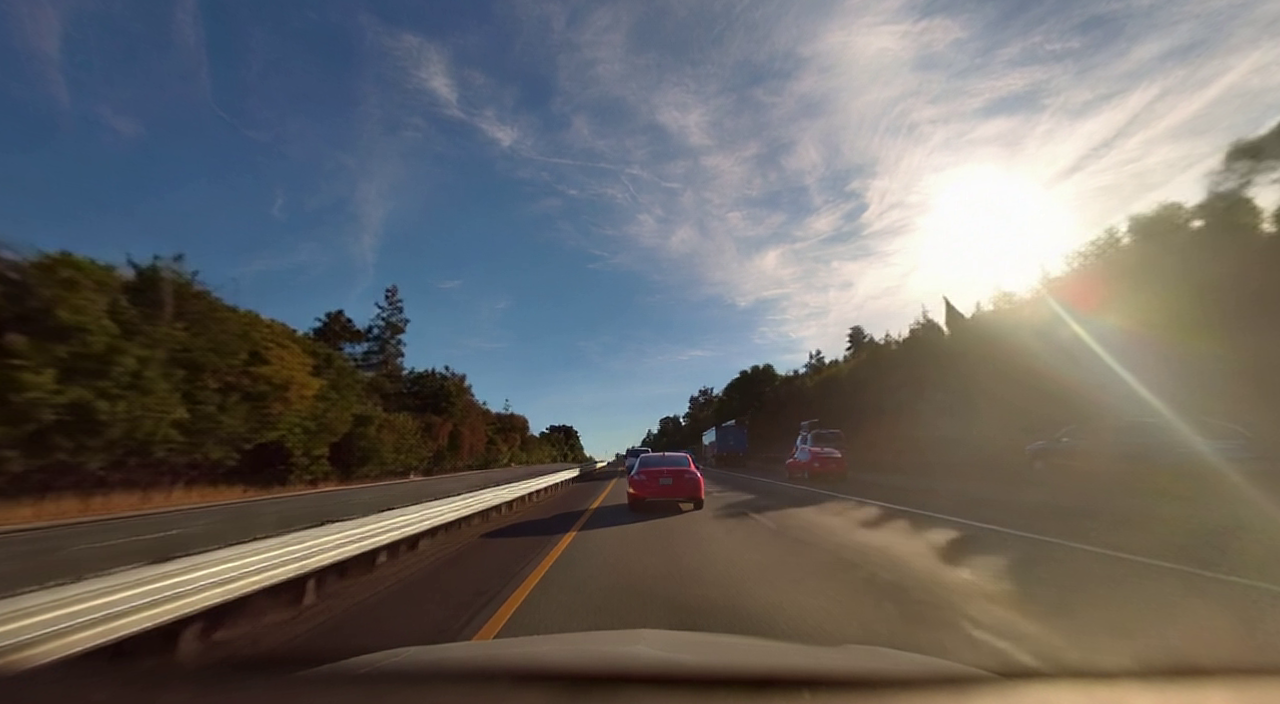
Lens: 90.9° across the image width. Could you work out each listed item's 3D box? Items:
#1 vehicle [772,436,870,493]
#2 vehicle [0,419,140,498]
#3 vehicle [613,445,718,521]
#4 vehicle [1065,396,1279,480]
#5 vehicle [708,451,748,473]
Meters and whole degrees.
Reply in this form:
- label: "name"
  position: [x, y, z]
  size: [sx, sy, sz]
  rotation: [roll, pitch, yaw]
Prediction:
- label: "vehicle"
  position: [6.482, 4.092, 23.206]
  size: [2.177, 1.827, 4.565]
  rotation: [0, -9, -1]
- label: "vehicle"
  position: [-33.357, 6.055, 36.106]
  size: [2.902, 3.981, 7.819]
  rotation: [-3, -8, 0]
- label: "vehicle"
  position: [0.484, 2.898, 14.423]
  size: [2.076, 1.485, 3.774]
  rotation: [0, -9, 0]
- label: "vehicle"
  position: [31.720, 5.134, 36.689]
  size: [2.822, 3.996, 14.073]
  rotation: [1, -9, -7]
- label: "vehicle"
  position: [6.025, 7.597, 43.676]
  size: [2.015, 1.454, 4.324]
  rotation: [0, -9, -2]
